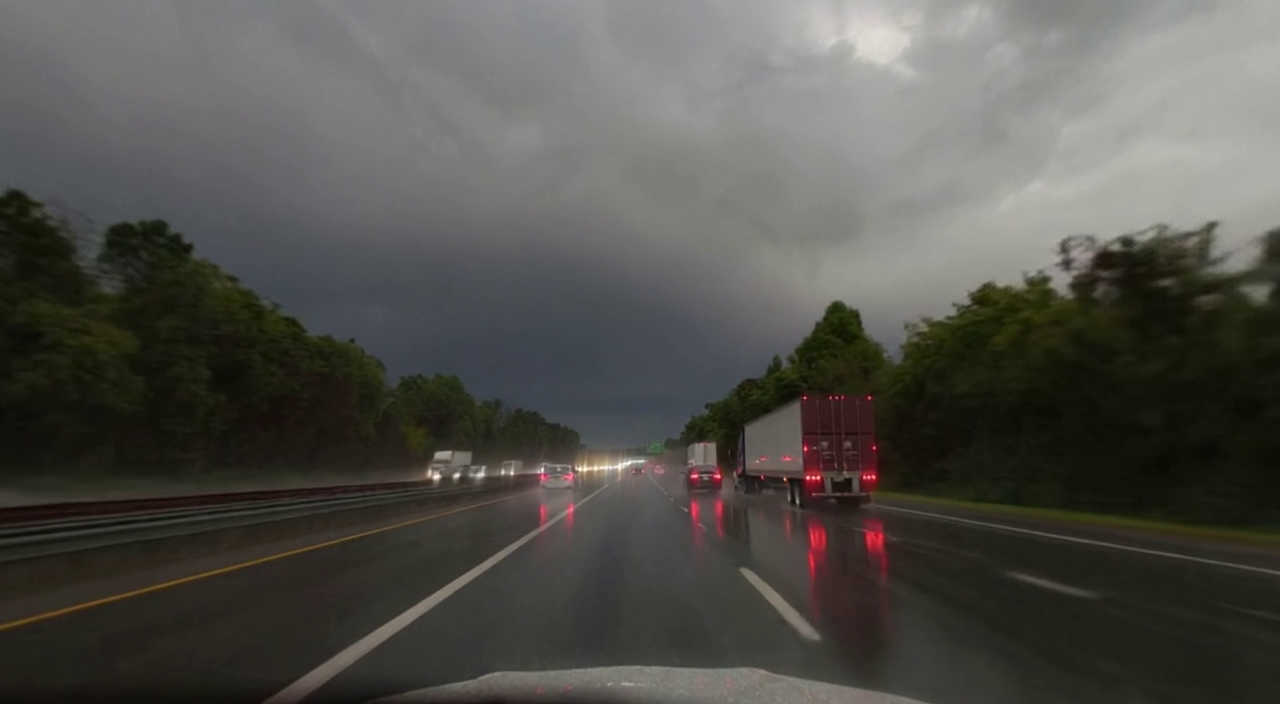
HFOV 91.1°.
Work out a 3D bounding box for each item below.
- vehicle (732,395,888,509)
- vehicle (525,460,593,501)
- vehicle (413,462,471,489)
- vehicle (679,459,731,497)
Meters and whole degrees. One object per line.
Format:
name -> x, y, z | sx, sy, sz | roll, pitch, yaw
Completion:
vehicle -> 7.453, 5.208, 31.636 | 2.861, 4.086, 17.499 | 1, -10, -1
vehicle -> -3.269, 5.321, 26.258 | 2.065, 1.485, 4.682 | 1, -10, 2
vehicle -> -11.668, 7.317, 37.310 | 1.870, 1.474, 4.645 | 1, -10, 0
vehicle -> 3.216, 6.372, 31.929 | 2.050, 1.708, 4.457 | 1, -10, -1
